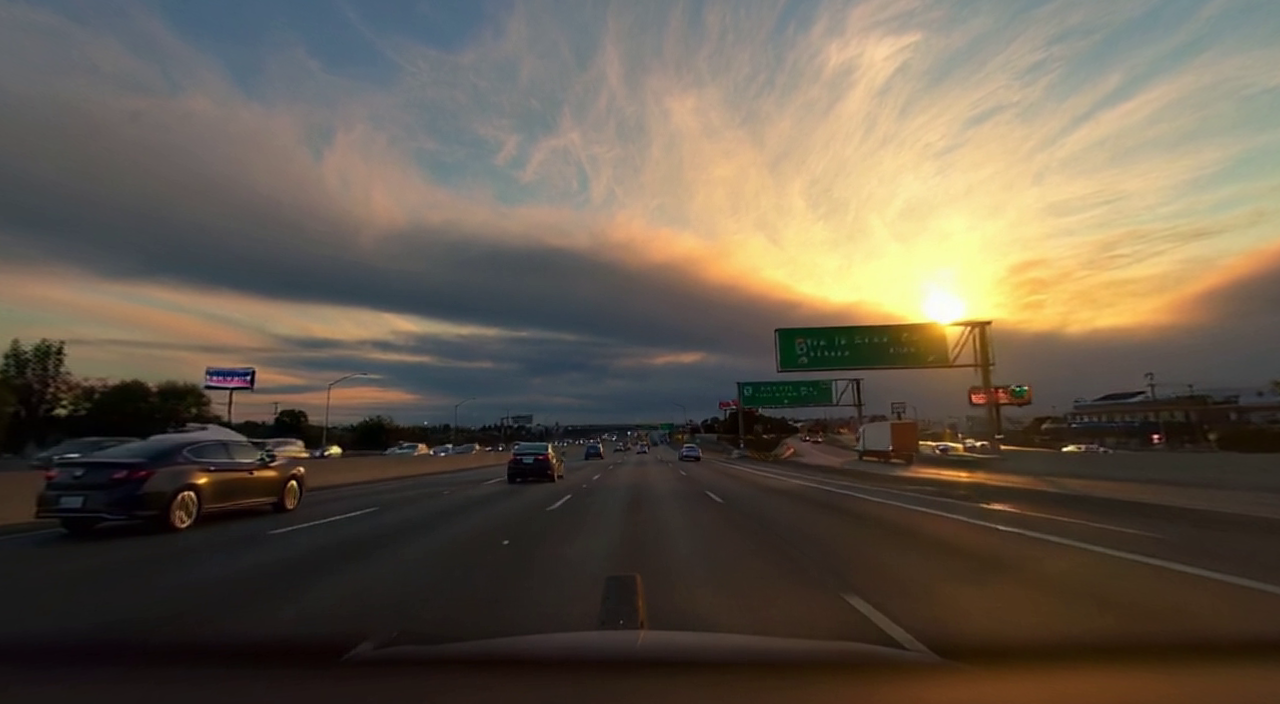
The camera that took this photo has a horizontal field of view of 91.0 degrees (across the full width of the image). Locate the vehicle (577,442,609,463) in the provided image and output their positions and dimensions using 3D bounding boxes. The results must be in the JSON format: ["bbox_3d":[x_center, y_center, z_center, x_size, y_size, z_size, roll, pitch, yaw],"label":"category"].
[{"bbox_3d":[-3.356,7.308,45.914,1.960,1.494,4.123,0,-8,1],"label":"vehicle"}]

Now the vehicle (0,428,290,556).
[{"bbox_3d":[-7.286,1.972,9.510,1.865,1.518,3.620,0,-8,0],"label":"vehicle"}]

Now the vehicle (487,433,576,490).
[{"bbox_3d":[-3.285,3.414,19.905,2.001,1.577,4.055,0,-8,1],"label":"vehicle"}]

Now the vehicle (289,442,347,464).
[{"bbox_3d":[-23.356,7.341,45.808,1.878,1.527,4.355,0,-8,0],"label":"vehicle"}]

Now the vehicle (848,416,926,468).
[{"bbox_3d":[18.564,6.879,48.003,2.958,3.538,8.761,0,-8,4],"label":"vehicle"}]
